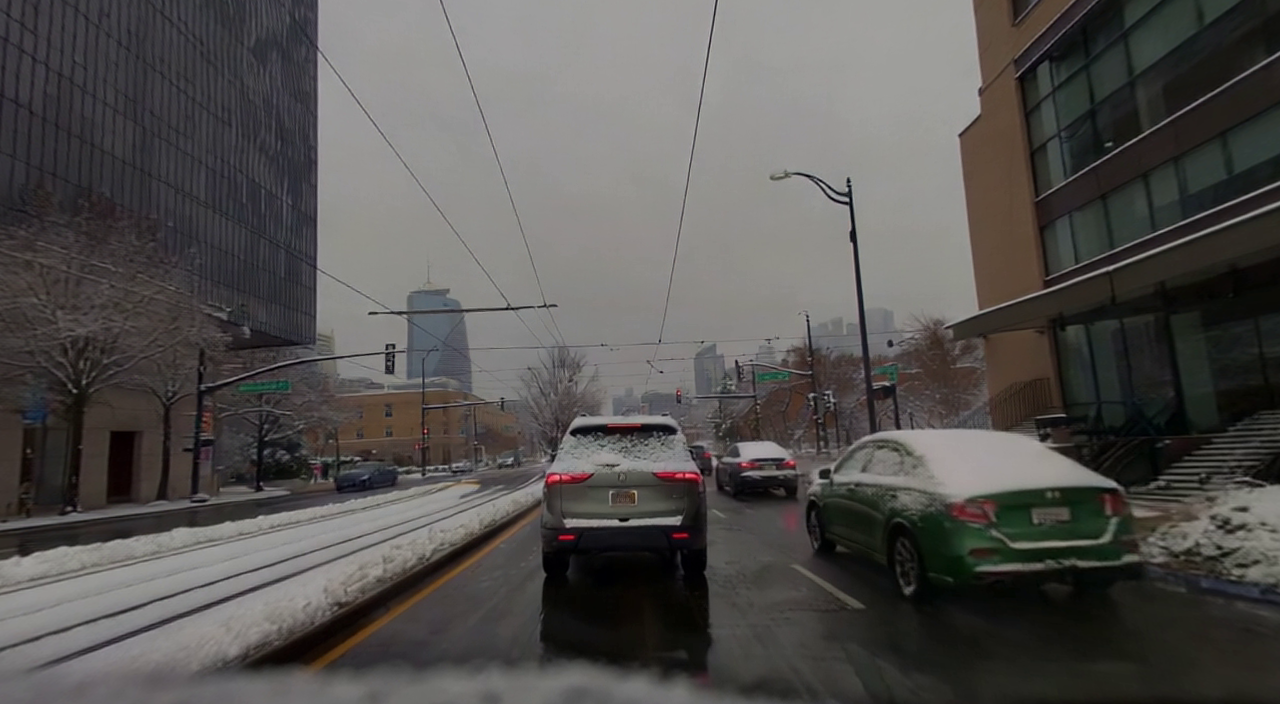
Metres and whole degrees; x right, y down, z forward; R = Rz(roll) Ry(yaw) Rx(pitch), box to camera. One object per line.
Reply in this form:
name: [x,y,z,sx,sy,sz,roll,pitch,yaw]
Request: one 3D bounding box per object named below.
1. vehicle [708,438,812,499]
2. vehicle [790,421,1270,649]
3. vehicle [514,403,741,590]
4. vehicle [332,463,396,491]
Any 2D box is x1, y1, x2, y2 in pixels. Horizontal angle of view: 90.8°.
vehicle: [3.412,3.413,18.892,2.128,1.582,4.188,0,-8,-3]
vehicle: [3.114,1.531,6.405,1.993,1.480,4.324,0,-8,-2]
vehicle: [-0.202,1.706,8.302,2.178,1.779,4.255,0,-8,-2]
vehicle: [-15.807,7.159,36.414,1.798,1.409,4.239,0,-8,-1]
